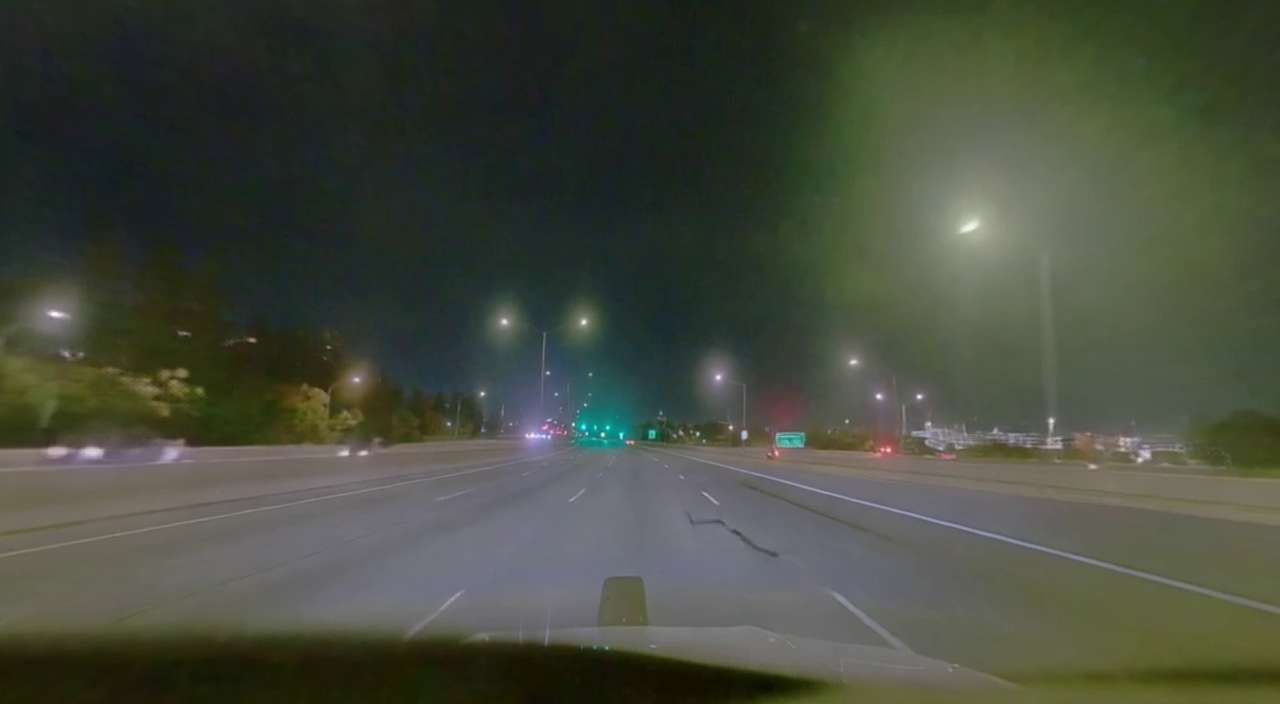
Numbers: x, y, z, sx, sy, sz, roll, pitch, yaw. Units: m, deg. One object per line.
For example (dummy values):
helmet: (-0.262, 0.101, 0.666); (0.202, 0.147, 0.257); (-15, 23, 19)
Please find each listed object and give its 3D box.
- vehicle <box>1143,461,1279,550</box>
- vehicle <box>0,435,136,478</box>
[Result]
vehicle: (9.414, 2.034, 8.059); (2.635, 1.057, 4.249); (2, -8, 3)
vehicle: (-22.825, 4.129, 25.175); (1.872, 1.528, 4.287); (0, -8, -1)
